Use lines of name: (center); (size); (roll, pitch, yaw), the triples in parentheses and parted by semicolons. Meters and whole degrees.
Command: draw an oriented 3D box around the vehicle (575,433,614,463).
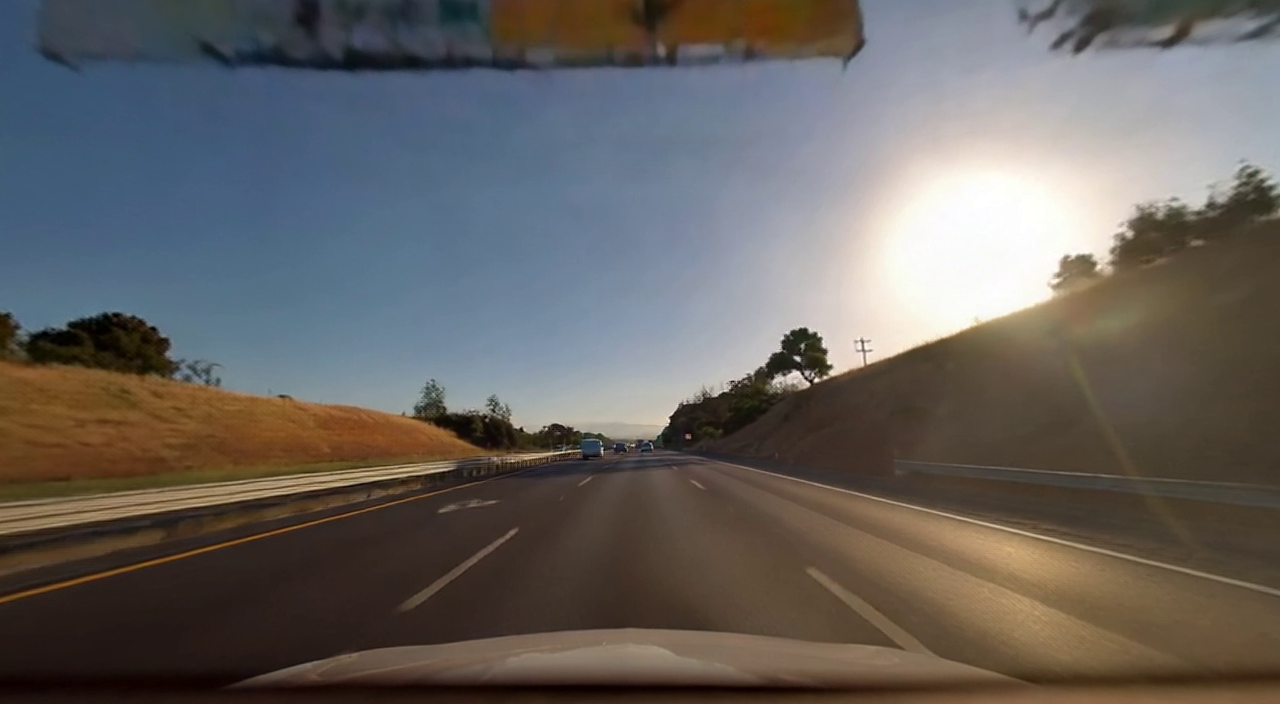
vehicle: (-3.206, 6.903, 45.137); (2.286, 2.011, 4.452); (0, -8, 2)
